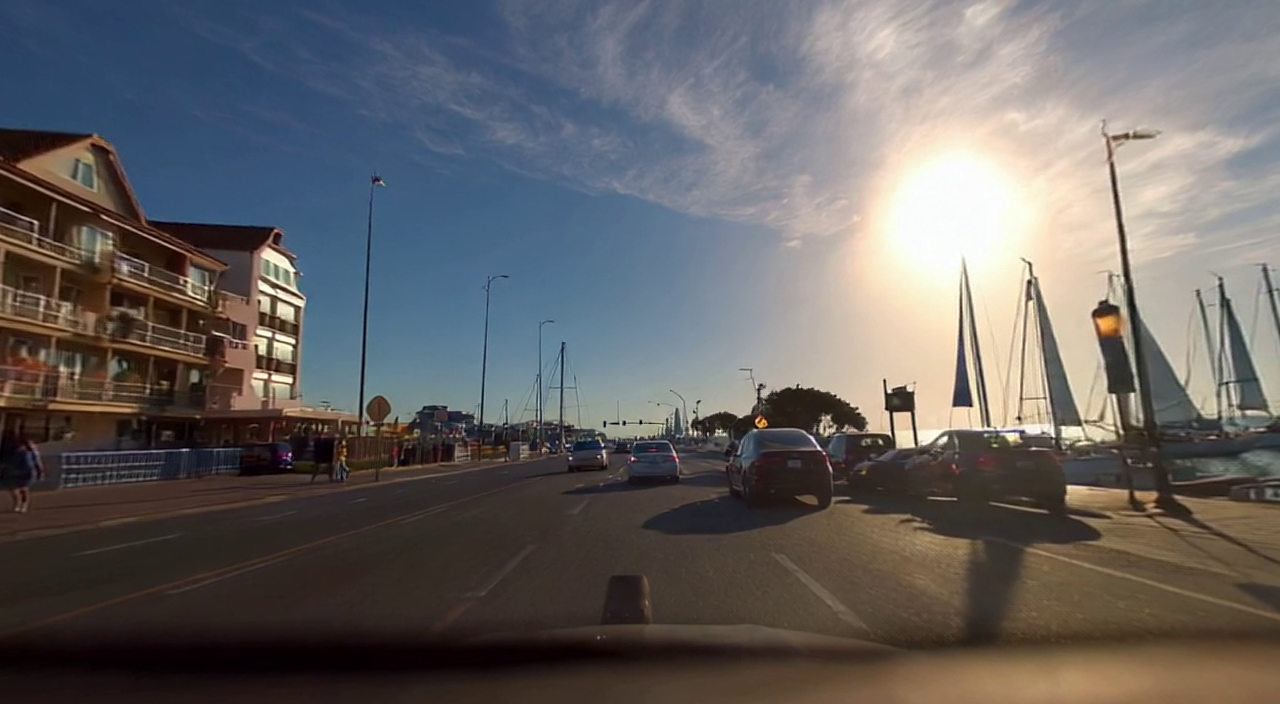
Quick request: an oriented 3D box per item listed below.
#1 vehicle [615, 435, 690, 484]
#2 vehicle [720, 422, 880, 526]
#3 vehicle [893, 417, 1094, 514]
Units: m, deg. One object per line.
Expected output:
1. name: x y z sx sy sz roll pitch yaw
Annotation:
1. vehicle: 0.441 3.628 21.489 2.284 1.496 3.949 -1 -9 2
2. vehicle: 2.826 2.258 12.168 2.047 1.640 4.051 -1 -9 1
3. vehicle: 7.798 2.550 14.574 1.969 1.852 4.514 0 -9 -1
